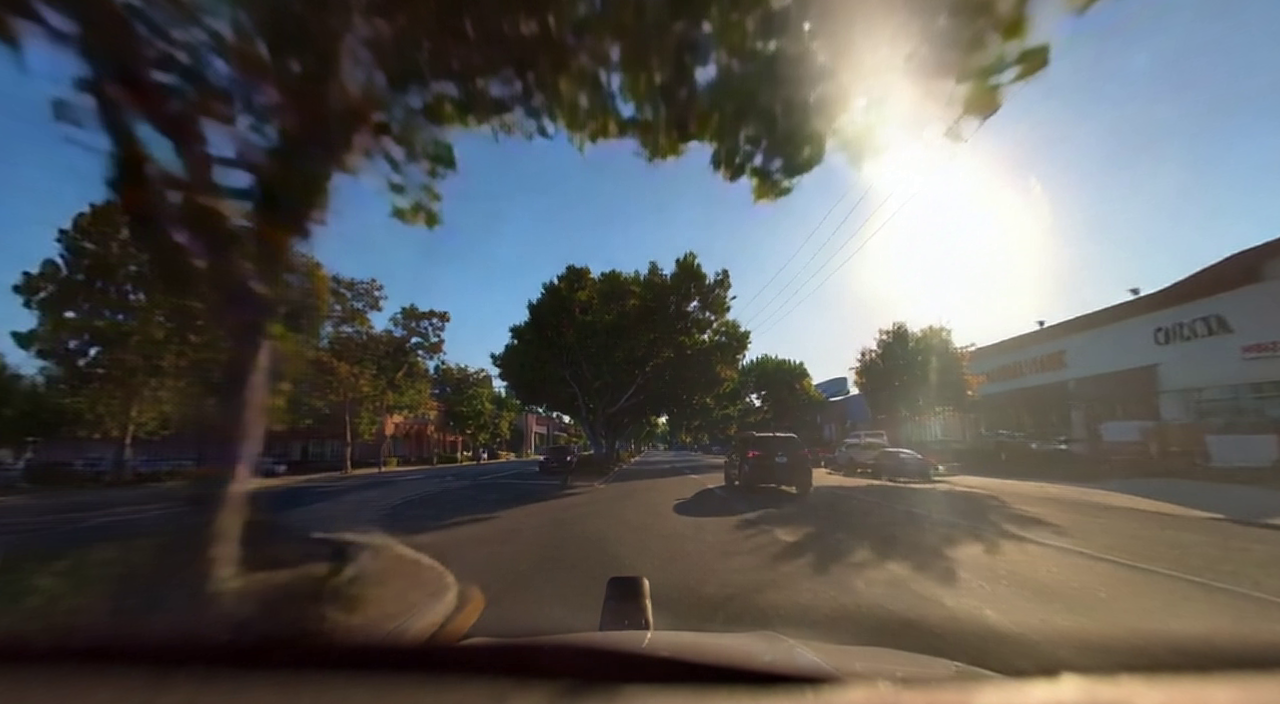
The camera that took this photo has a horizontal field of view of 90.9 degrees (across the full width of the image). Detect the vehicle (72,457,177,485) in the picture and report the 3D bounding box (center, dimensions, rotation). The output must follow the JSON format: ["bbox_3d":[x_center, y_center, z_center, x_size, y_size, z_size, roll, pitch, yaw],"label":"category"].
[{"bbox_3d":[-29.188,6.733,35.762,4.246,1.457,1.889,0,-8,1],"label":"vehicle"}]

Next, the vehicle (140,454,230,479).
[{"bbox_3d":[-29.739,7.470,41.271,4.306,1.459,2.001,-1,-8,0],"label":"vehicle"}]

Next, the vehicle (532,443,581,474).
[{"bbox_3d":[-4.254,5.480,32.796,2.031,1.478,4.434,0,-8,-1],"label":"vehicle"}]

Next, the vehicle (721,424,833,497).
[{"bbox_3d":[3.778,3.107,18.348,2.183,1.845,4.482,0,-8,-1],"label":"vehicle"}]

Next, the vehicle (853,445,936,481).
[{"bbox_3d":[10.962,4.781,27.466,1.847,1.445,4.281,0,-8,0],"label":"vehicle"}]

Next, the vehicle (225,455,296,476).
[{"bbox_3d":[-29.607,8.849,49.253,4.225,1.389,2.034,-2,-7,2],"label":"vehicle"}]

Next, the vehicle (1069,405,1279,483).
[{"bbox_3d":[15.423,2.627,18.081,2.139,1.881,5.511,0,-8,-2],"label":"vehicle"}]
